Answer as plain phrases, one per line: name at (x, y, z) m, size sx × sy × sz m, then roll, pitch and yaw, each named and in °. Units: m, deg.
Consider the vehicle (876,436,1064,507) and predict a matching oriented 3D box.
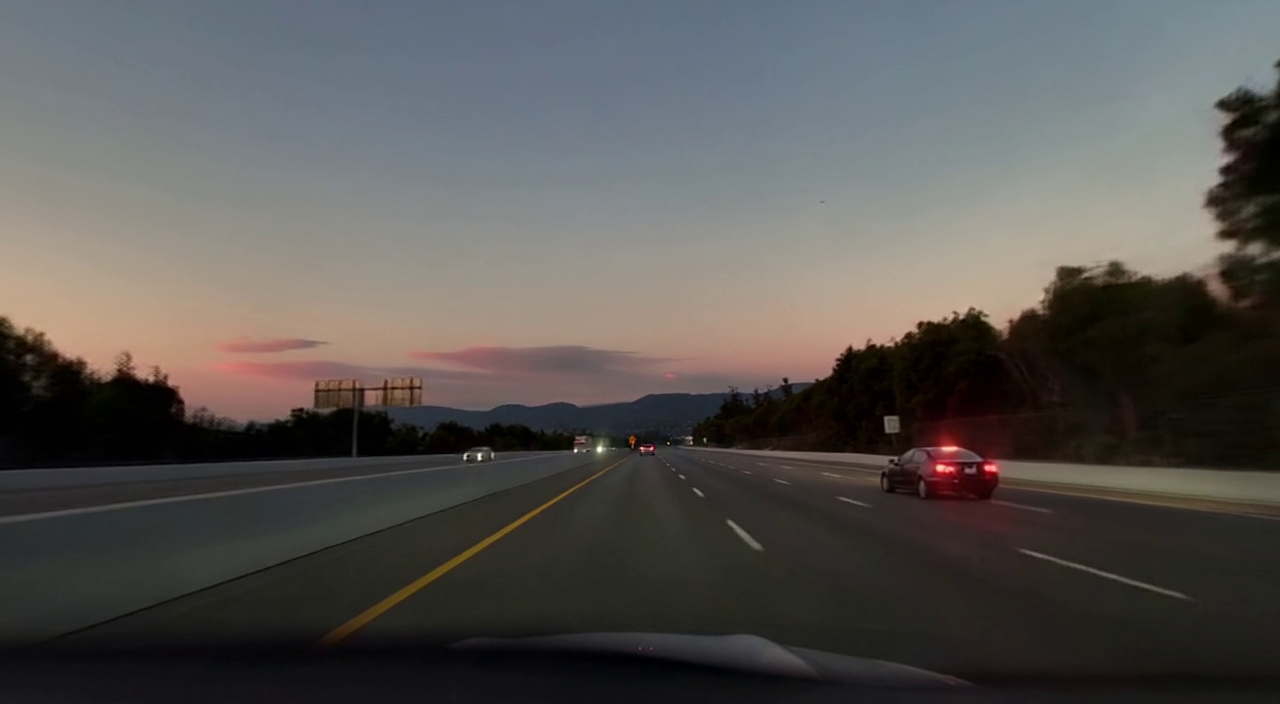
vehicle at (8.053, 2.938, 16.089) m, size 2.093 × 1.525 × 4.865 m, roll 0°, pitch -8°, yaw -1°
